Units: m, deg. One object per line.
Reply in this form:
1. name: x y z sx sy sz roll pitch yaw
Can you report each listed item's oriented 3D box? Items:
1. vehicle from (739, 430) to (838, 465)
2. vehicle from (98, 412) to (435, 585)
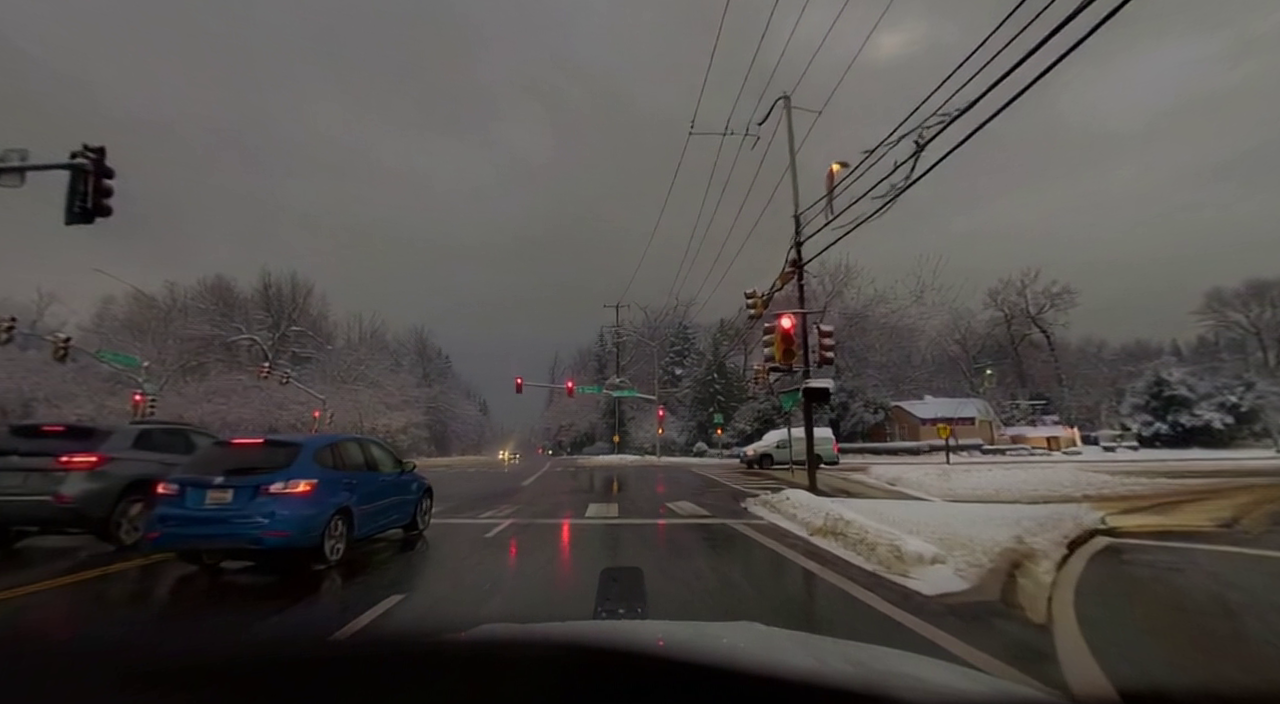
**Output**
1. vehicle: 7.728 5.010 33.173 4.884 1.714 2.021 -1 -9 11
2. vehicle: -4.070 1.648 7.804 1.815 1.569 3.940 1 -9 -2
